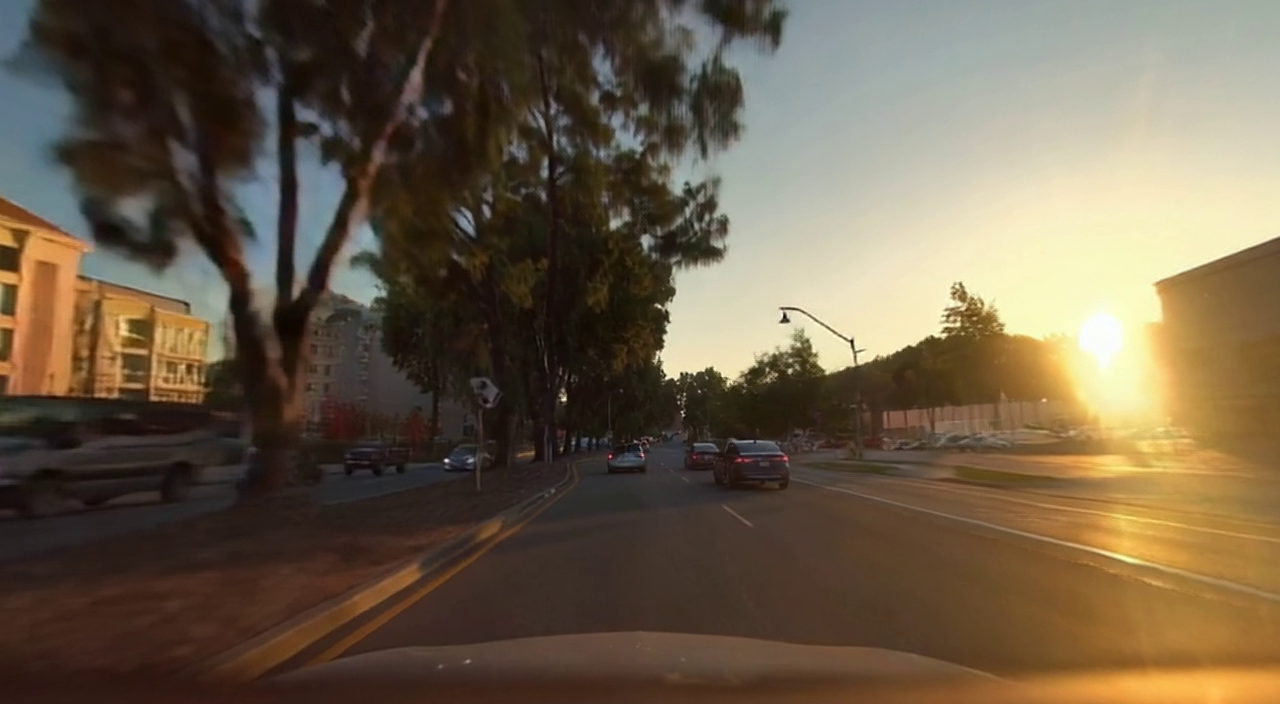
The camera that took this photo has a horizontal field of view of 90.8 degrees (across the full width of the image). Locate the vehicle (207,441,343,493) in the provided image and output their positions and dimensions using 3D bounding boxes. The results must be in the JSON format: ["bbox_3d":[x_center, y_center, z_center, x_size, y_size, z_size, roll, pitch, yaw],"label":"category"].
[{"bbox_3d":[-12.293,3.856,21.710,2.048,1.470,4.514,-2,-8,0],"label":"vehicle"}]

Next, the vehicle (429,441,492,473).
[{"bbox_3d":[-8.981,5.272,31.964,1.849,1.506,4.060,0,-8,2],"label":"vehicle"}]

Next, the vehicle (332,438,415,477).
[{"bbox_3d":[-12.580,4.975,30.188,2.002,1.686,4.477,-1,-8,0],"label":"vehicle"}]

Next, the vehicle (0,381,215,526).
[{"bbox_3d":[-12.410,2.164,13.695,2.263,2.542,5.913,-2,-8,0],"label":"vehicle"}]

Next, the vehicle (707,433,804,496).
[{"bbox_3d":[3.024,3.032,17.345,1.852,1.498,3.825,0,-8,-1],"label":"vehicle"}]

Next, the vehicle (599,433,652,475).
[{"bbox_3d":[-0.609,4.389,27.346,2.101,1.694,3.979,0,-8,-1],"label":"vehicle"}]
